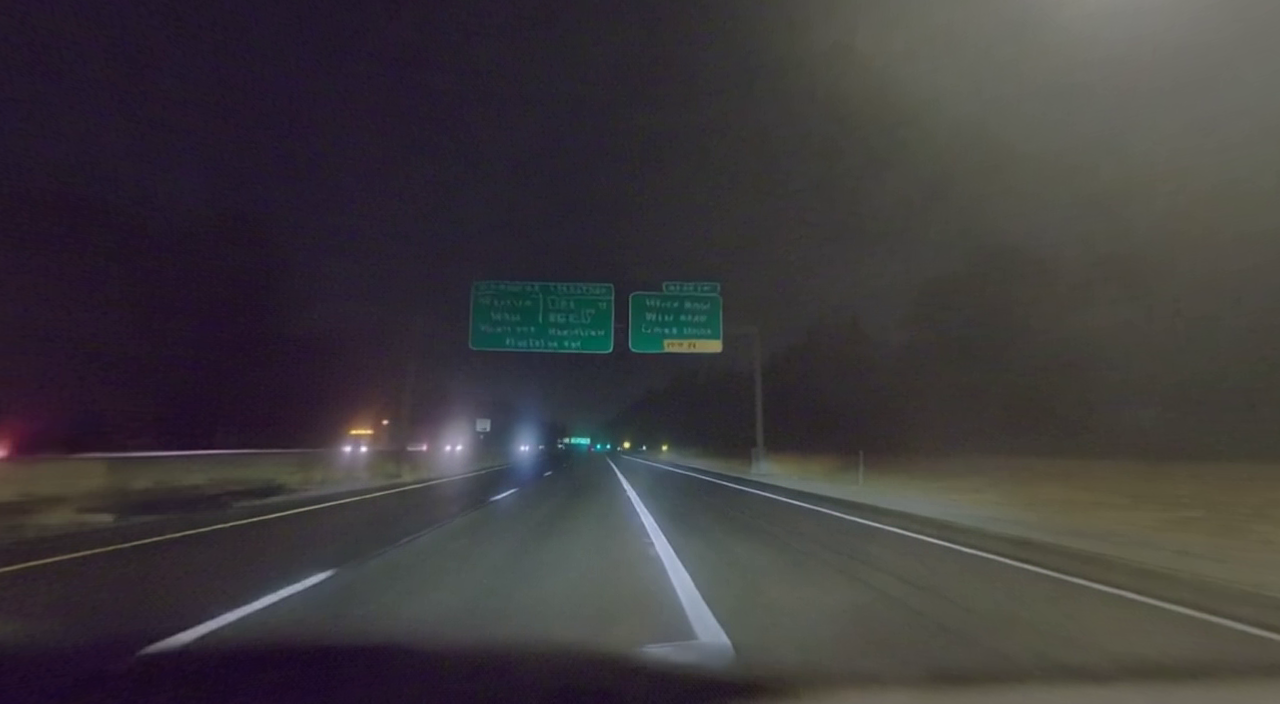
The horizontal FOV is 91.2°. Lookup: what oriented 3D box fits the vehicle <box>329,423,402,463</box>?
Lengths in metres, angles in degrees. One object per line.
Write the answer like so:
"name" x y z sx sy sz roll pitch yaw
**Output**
"vehicle" -20.556 6.947 47.438 2.621 2.778 7.284 0 -9 -3
